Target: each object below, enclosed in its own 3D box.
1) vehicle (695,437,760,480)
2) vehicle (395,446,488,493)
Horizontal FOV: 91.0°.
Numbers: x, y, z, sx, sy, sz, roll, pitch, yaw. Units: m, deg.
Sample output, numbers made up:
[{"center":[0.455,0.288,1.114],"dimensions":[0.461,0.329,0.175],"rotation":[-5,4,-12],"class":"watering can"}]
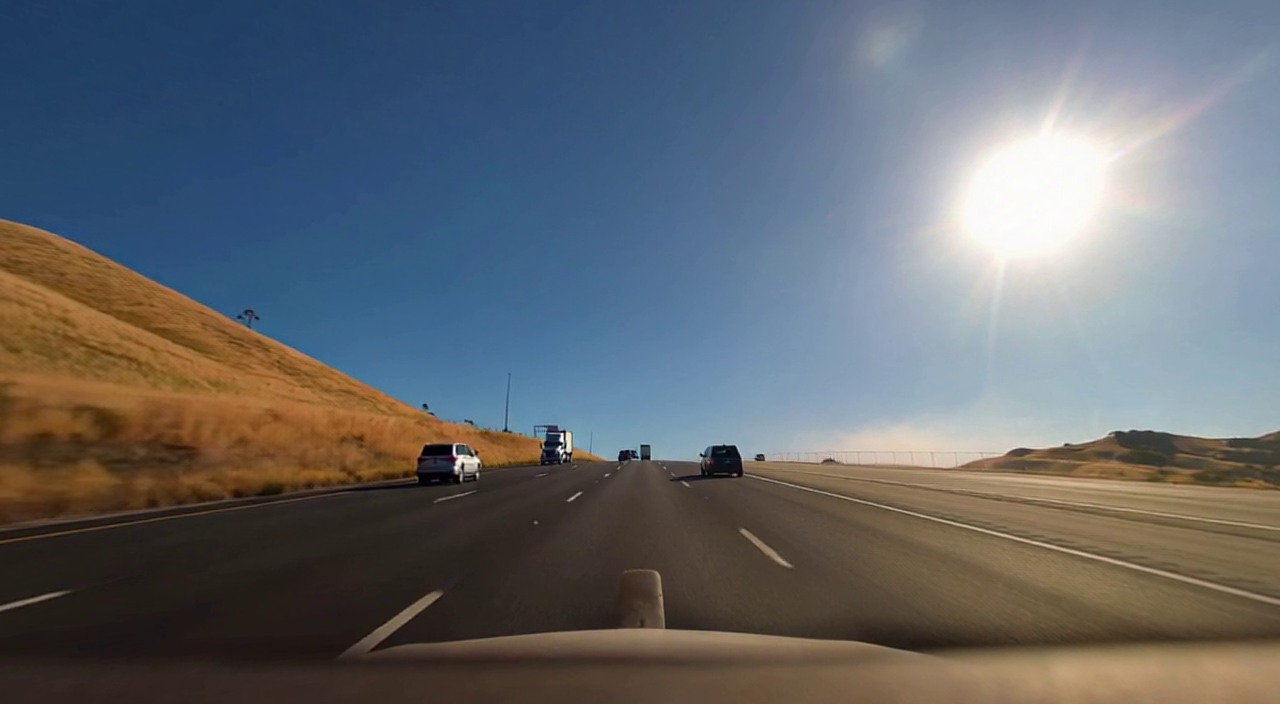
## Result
[{"center":[3.861,4.814,28.692],"dimensions":[2.231,1.789,4.700],"rotation":[0,-9,-1],"class":"vehicle"},{"center":[-7.244,4.306,23.570],"dimensions":[1.935,1.550,4.883],"rotation":[0,-9,0],"class":"vehicle"}]
